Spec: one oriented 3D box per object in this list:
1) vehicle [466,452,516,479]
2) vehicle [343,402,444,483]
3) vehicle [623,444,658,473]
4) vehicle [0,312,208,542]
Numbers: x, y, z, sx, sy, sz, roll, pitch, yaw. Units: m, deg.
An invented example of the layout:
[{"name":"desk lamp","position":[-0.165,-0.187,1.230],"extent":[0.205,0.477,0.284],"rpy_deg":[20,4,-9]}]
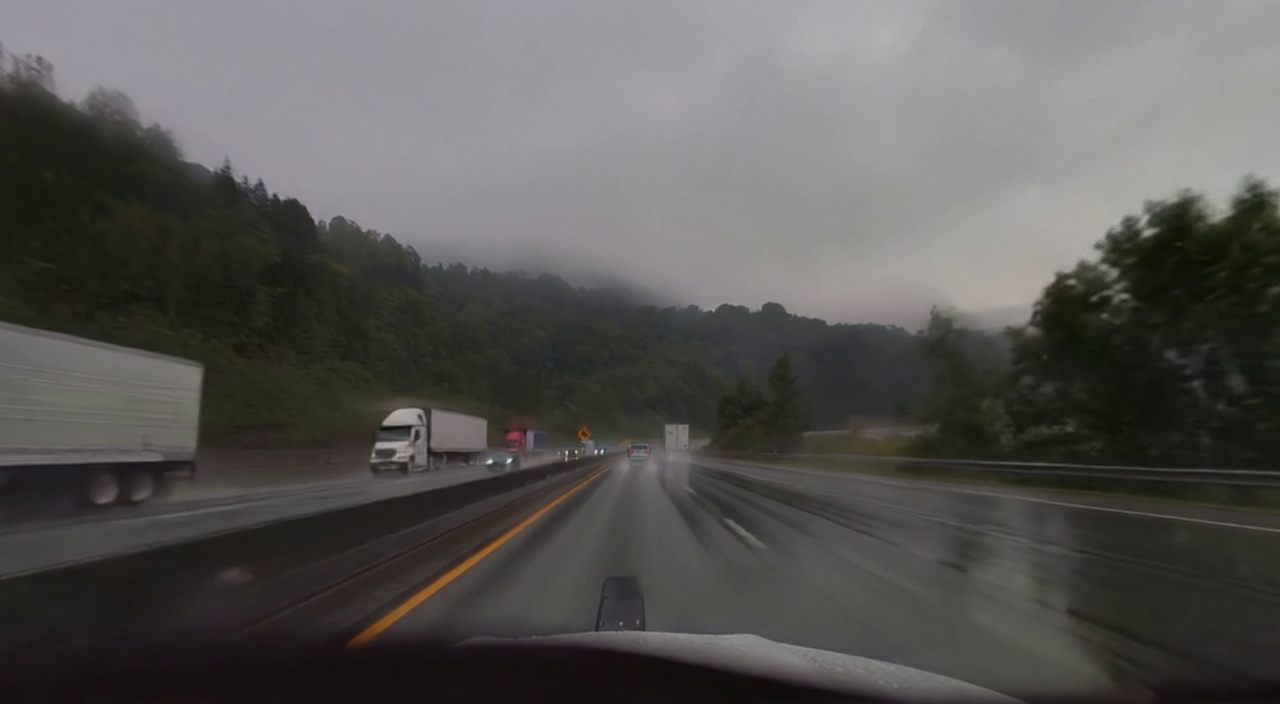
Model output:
[{"name":"vehicle","position":[-8.857,6.735,37.761],"extent":[1.912,1.462,4.317],"rpy_deg":[0,-9,0]},{"name":"vehicle","position":[-12.938,4.868,33.771],"extent":[2.949,3.947,5.850],"rpy_deg":[0,-9,0]},{"name":"vehicle","position":[0.022,6.800,40.469],"extent":[2.137,1.689,4.051],"rpy_deg":[0,-9,-1]},{"name":"vehicle","position":[-12.776,1.056,9.427],"extent":[2.849,4.050,14.158],"rpy_deg":[0,-9,-1]}]
